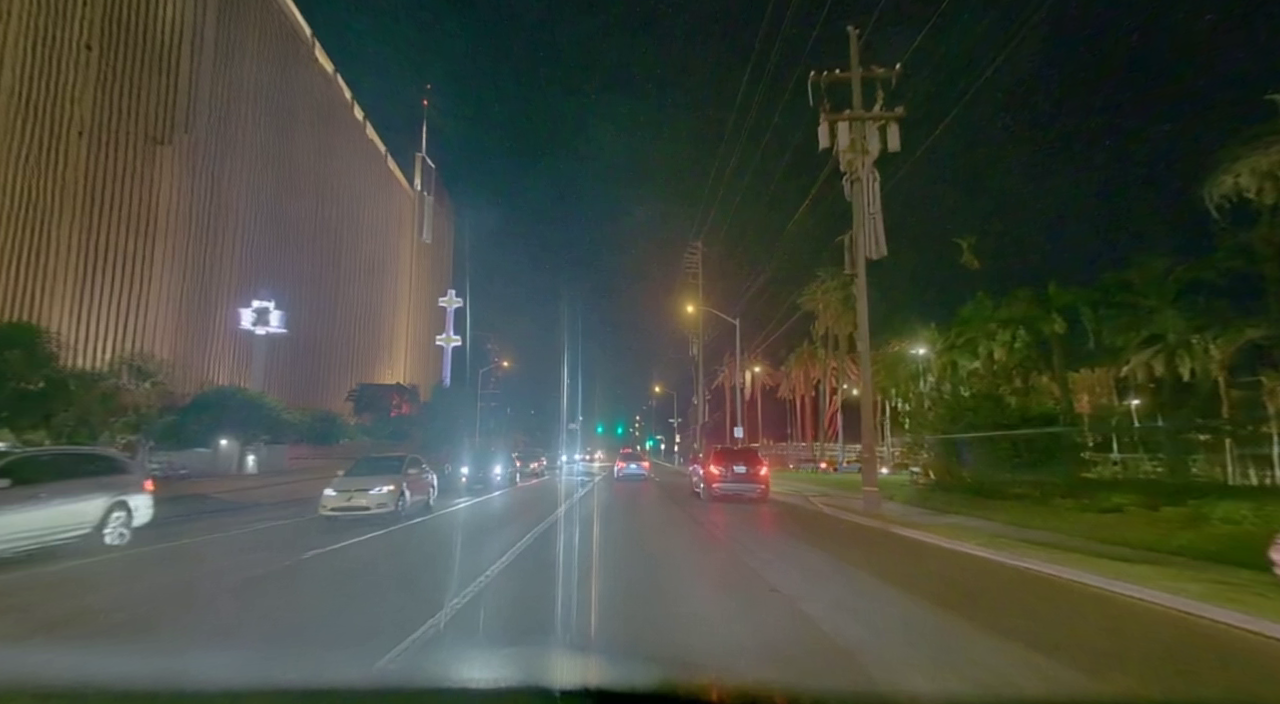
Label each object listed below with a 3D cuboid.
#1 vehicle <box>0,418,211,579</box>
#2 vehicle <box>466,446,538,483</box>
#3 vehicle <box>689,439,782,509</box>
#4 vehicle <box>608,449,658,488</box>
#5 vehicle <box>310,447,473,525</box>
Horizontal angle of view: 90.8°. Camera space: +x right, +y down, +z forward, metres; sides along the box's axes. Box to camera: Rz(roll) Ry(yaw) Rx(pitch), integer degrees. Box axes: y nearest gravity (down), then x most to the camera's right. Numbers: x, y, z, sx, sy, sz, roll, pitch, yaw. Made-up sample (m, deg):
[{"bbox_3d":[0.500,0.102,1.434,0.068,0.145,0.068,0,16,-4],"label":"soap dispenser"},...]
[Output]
[{"bbox_3d":[-9.022,2.031,9.258,2.218,1.962,4.611,0,-8,0],"label":"vehicle"},{"bbox_3d":[-5.900,4.843,27.594,2.083,1.451,4.707,0,-8,0],"label":"vehicle"},{"bbox_3d":[2.732,3.599,19.211,1.995,1.858,4.333,0,-8,-2],"label":"vehicle"},{"bbox_3d":[-0.336,5.459,29.861,2.196,1.655,3.939,0,-8,-1],"label":"vehicle"},{"bbox_3d":[-5.763,3.127,15.459,2.106,1.566,4.631,0,-8,0],"label":"vehicle"}]
